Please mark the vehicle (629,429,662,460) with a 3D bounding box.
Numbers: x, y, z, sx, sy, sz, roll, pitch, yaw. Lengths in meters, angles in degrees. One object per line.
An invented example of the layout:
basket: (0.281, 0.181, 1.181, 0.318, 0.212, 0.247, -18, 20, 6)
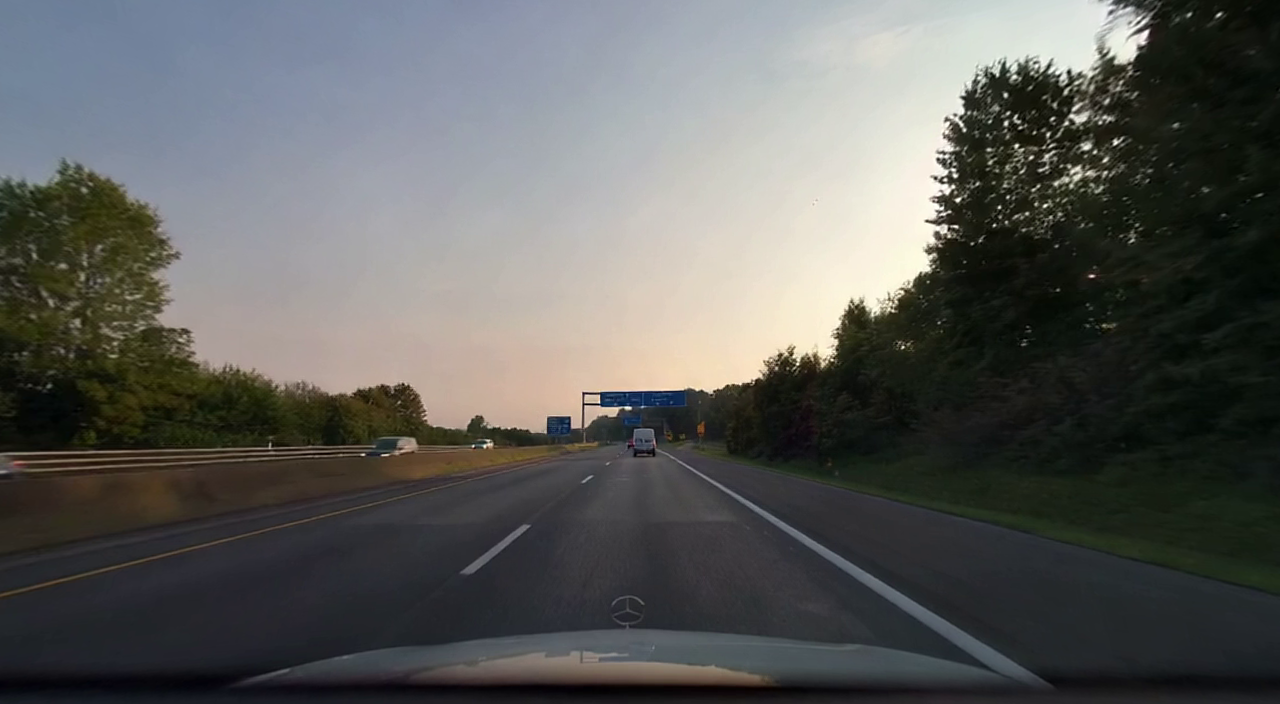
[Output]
vehicle: (0.419, 6.777, 46.016, 2.277, 2.109, 4.922, 0, -8, 0)
